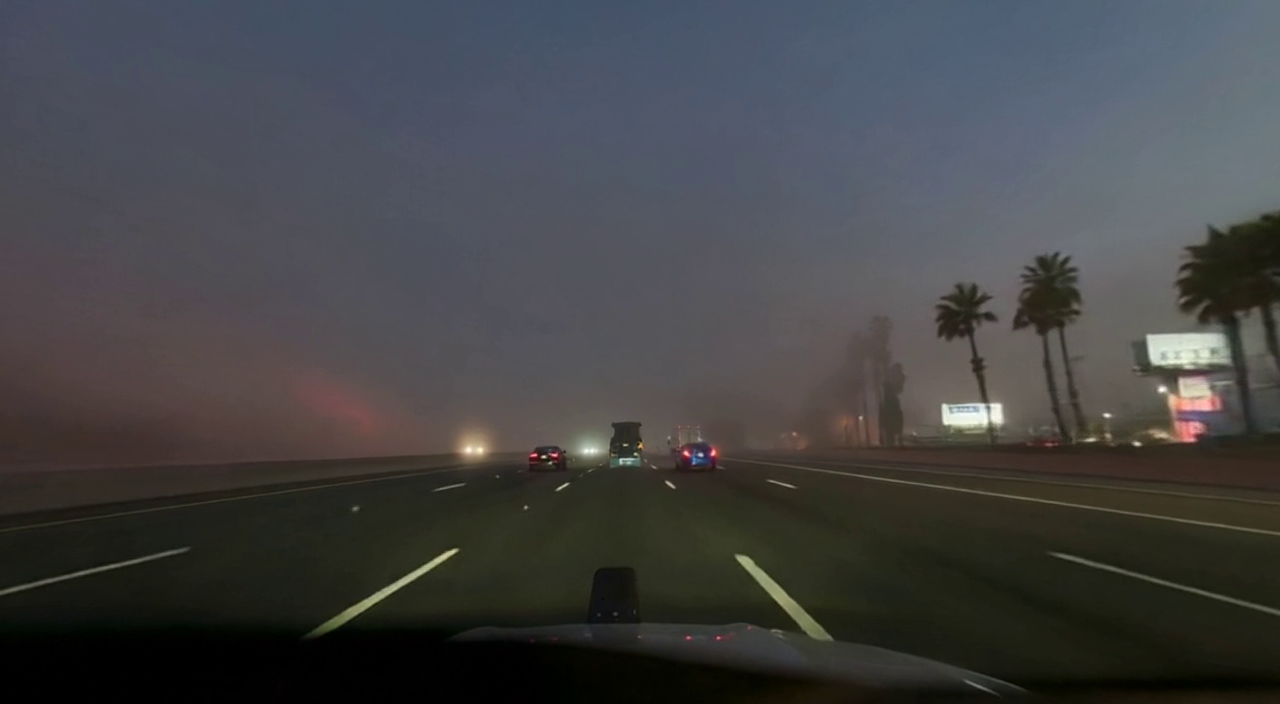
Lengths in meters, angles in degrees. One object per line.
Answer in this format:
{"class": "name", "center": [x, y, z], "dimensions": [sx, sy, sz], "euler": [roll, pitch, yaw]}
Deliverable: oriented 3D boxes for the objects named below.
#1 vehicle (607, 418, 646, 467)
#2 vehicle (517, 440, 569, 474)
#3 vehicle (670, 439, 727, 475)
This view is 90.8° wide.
{"class": "vehicle", "center": [-0.888, 5.983, 41.639], "dimensions": [2.364, 2.953, 6.495], "euler": [0, -8, -2]}
{"class": "vehicle", "center": [-4.980, 5.463, 33.098], "dimensions": [2.021, 1.598, 4.887], "euler": [0, -8, -1]}
{"class": "vehicle", "center": [2.792, 5.154, 31.311], "dimensions": [2.175, 1.598, 4.584], "euler": [0, -8, -3]}
